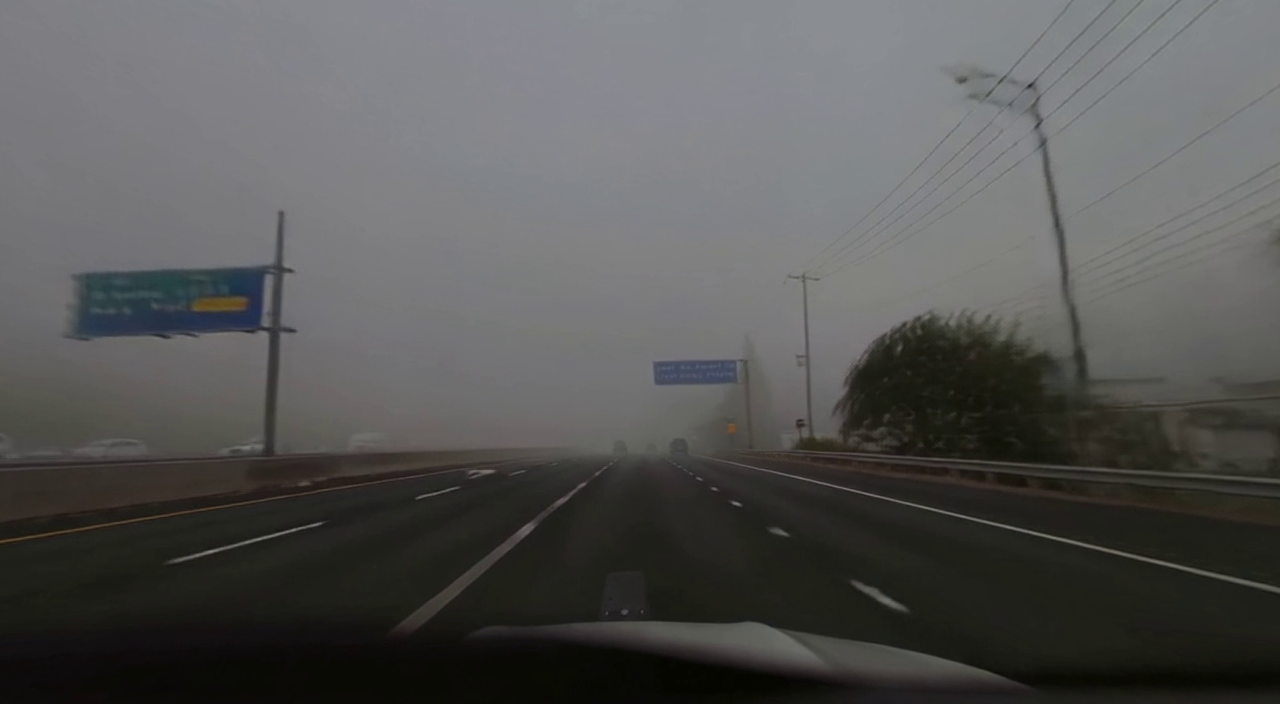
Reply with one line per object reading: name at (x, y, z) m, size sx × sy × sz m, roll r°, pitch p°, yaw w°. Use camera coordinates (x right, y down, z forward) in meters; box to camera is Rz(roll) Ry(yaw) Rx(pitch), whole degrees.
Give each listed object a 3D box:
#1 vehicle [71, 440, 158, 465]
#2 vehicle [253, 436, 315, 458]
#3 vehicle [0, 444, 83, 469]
vehicle at (-34.083, 6.539, 41.073) m, size 1.776 × 1.526 × 4.442 m, roll 0°, pitch -8°, yaw 0°
vehicle at (-26.319, 7.047, 46.815) m, size 1.830 × 1.510 × 4.710 m, roll 0°, pitch -8°, yaw 0°
vehicle at (-38.081, 6.559, 39.750) m, size 1.781 × 1.481 × 4.520 m, roll 0°, pitch -8°, yaw 0°
